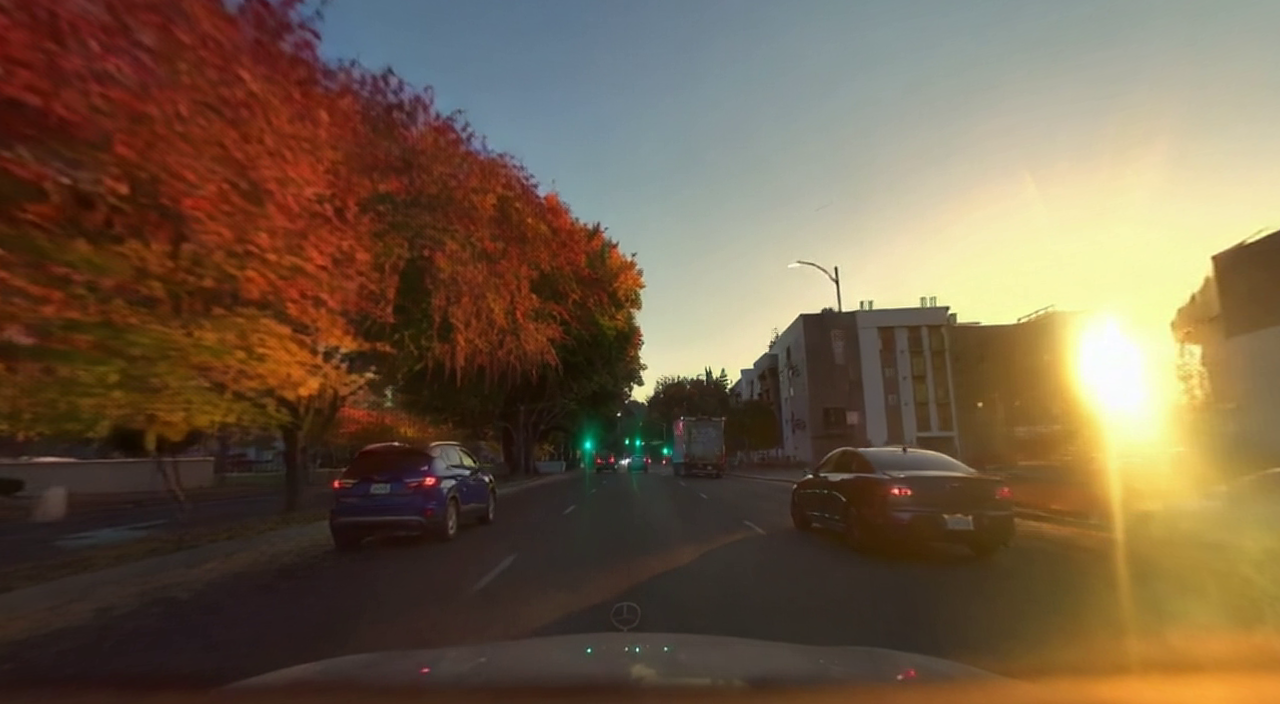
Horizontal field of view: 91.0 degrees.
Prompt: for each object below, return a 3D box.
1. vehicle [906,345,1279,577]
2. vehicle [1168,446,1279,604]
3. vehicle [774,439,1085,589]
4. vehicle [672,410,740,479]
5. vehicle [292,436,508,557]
[{"bbox_3d":[6.873,1.651,10.210,2.483,2.707,5.496,0,-8,-2],"label":"vehicle"},{"bbox_3d":[6.864,1.549,5.437,1.902,1.430,3.041,0,-8,0],"label":"vehicle"},{"bbox_3d":[3.390,1.959,8.739,1.915,1.449,4.970,0,-8,-1],"label":"vehicle"},{"bbox_3d":[3.843,5.781,39.601,3.003,3.680,10.684,0,-8,-1],"label":"vehicle"},{"bbox_3d":[-3.555,2.185,10.380,1.751,1.540,4.481,0,-8,1],"label":"vehicle"}]
